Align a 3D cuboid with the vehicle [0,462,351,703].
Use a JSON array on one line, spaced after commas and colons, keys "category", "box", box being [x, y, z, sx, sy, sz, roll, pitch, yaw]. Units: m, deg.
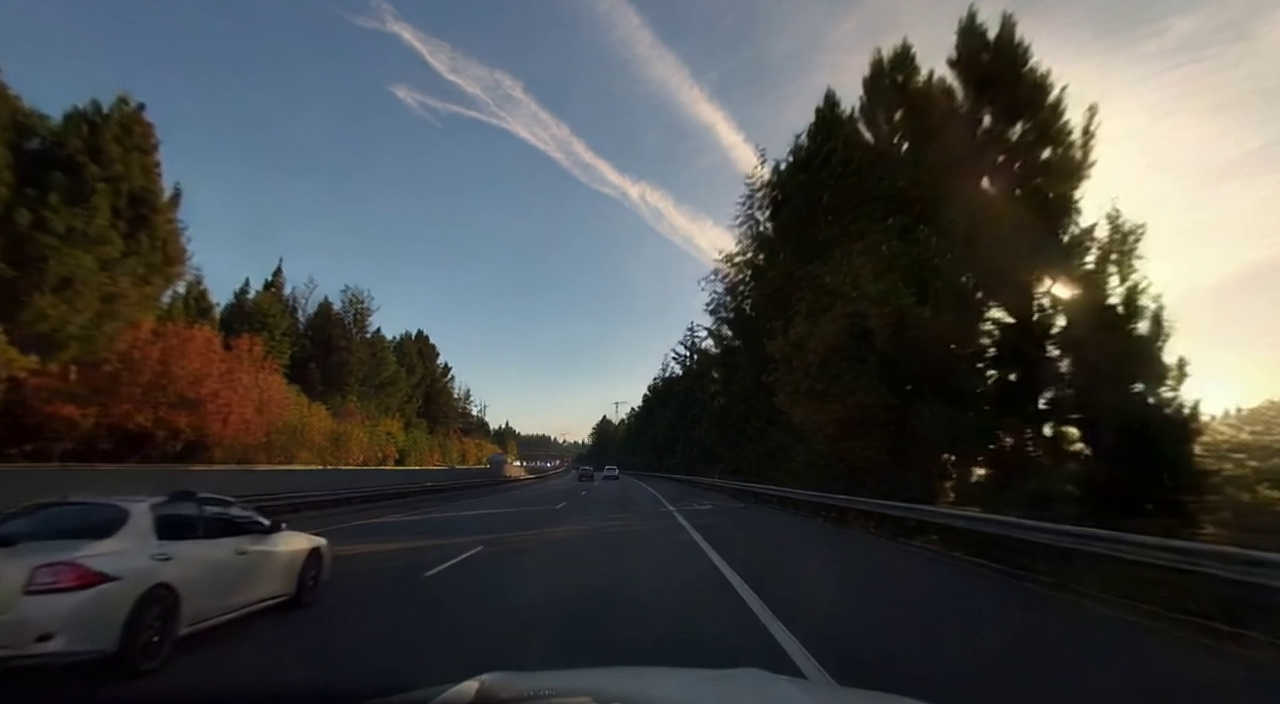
[{"category": "vehicle", "box": [-4.500, 1.620, 4.893, 2.131, 1.485, 4.858, 1, -11, 1]}]
